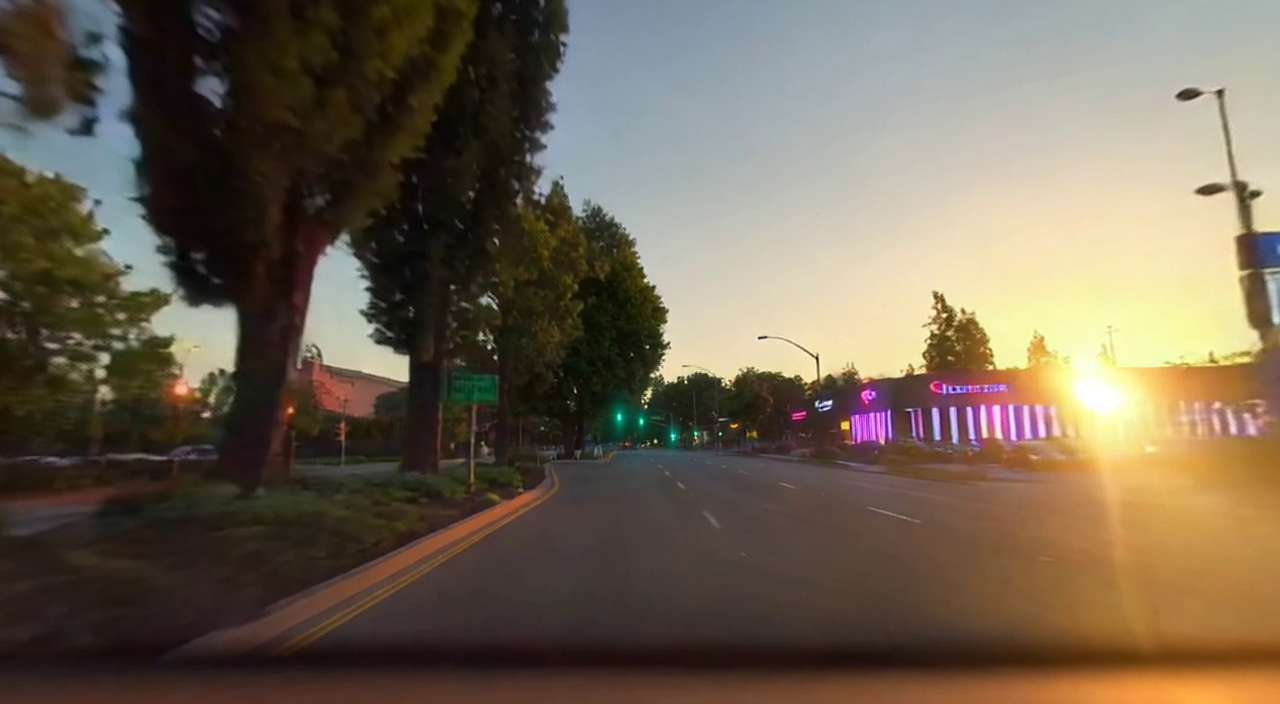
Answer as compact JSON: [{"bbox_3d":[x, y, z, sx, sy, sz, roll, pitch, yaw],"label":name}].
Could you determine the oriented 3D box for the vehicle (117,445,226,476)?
[{"bbox_3d":[-27.184,6.280,36.894,4.731,1.677,1.999,5,-9,-28],"label":"vehicle"}]

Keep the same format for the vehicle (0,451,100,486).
[{"bbox_3d":[-26.969,5.154,28.167,3.976,1.436,1.900,4,-9,-27],"label":"vehicle"}]

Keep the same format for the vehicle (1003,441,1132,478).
[{"bbox_3d":[19.535,4.891,29.094,1.869,1.481,4.459,1,-8,-25],"label":"vehicle"}]
